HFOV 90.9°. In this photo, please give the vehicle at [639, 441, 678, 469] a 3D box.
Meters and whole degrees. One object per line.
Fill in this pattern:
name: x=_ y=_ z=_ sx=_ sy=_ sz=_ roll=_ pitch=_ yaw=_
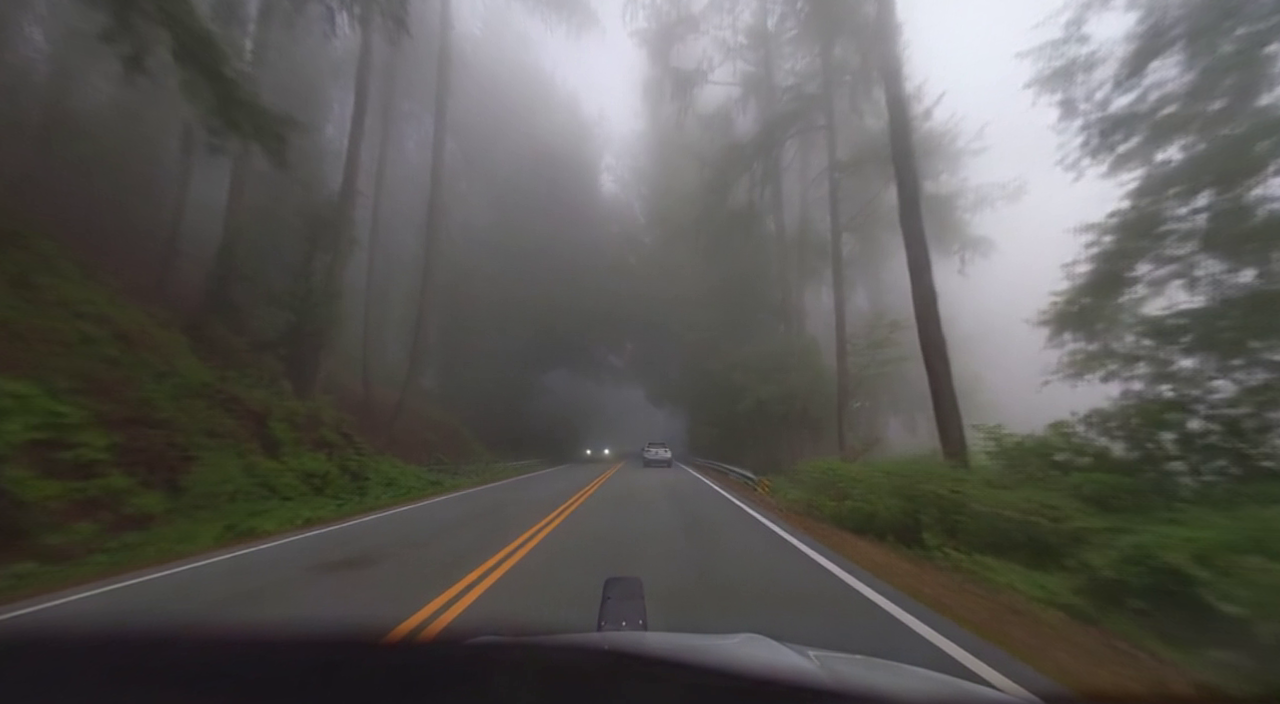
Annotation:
vehicle: x=0.998 y=5.938 z=36.581 sx=2.120 sy=1.491 sz=4.349 roll=0 pitch=-8 yaw=0
